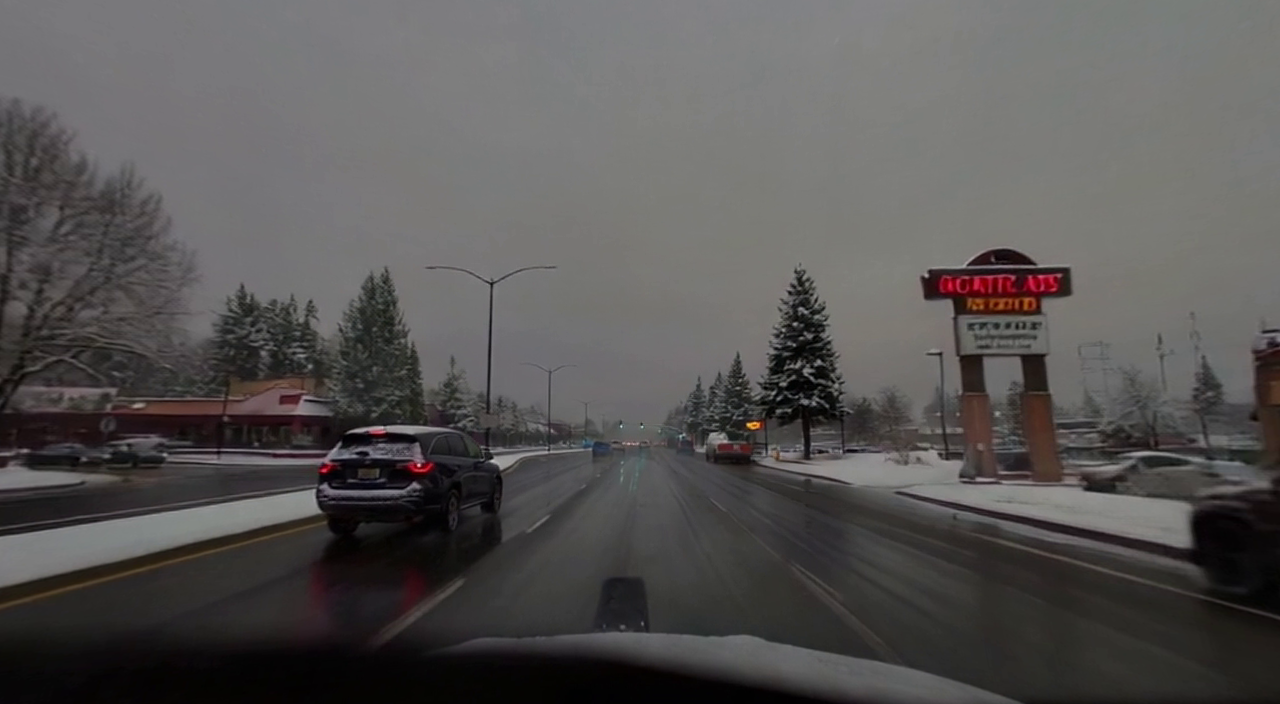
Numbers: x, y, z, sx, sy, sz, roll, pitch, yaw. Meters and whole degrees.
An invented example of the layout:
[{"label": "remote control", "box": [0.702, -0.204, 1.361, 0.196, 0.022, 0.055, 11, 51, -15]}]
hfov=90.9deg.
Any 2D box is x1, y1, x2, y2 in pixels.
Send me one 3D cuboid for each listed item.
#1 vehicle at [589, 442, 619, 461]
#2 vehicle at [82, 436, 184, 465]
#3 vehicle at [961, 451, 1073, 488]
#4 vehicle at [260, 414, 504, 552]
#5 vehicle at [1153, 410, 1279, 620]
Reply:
[{"label": "vehicle", "box": [-2.780, 7.835, 49.739, 2.005, 1.446, 4.265, 0, -8, 1]}, {"label": "vehicle", "box": [-35.270, 6.897, 44.122, 2.131, 1.878, 5.681, -1, -8, 4]}, {"label": "vehicle", "box": [16.550, 5.148, 27.806, 1.703, 1.446, 3.822, 7, -12, -43]}, {"label": "vehicle", "box": [-3.532, 1.869, 9.593, 1.983, 1.635, 3.957, 0, -8, 1]}, {"label": "vehicle", "box": [6.662, 1.155, 3.701, 2.335, 1.790, 5.991, 0, -8, 1]}]
